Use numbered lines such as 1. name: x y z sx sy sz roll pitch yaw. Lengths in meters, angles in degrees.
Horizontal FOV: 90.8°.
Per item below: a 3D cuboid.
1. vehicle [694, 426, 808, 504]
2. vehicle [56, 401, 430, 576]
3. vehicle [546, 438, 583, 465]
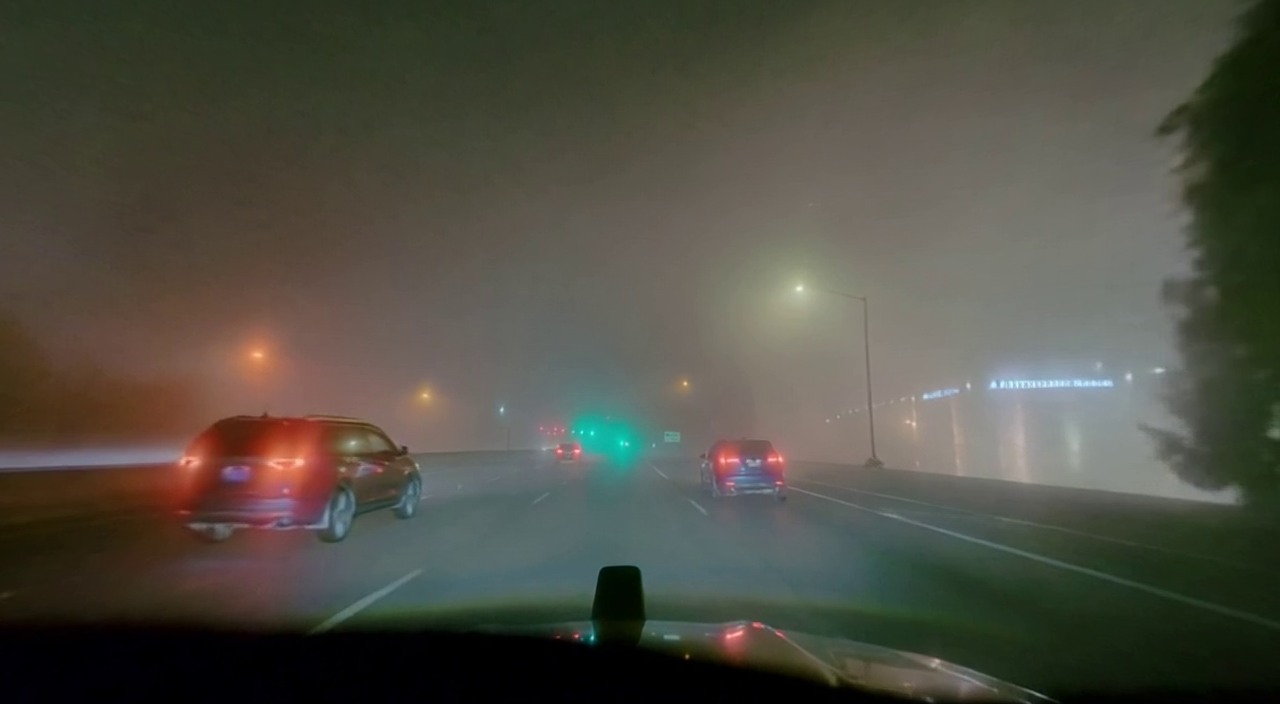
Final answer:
1. vehicle: 2.620 2.786 16.025 1.997 1.686 4.247 0 -8 -2
2. vehicle: -4.866 1.740 8.913 2.176 1.779 4.755 0 -8 0
3. vehicle: -5.288 7.014 44.750 2.160 1.794 4.646 0 -8 -2
